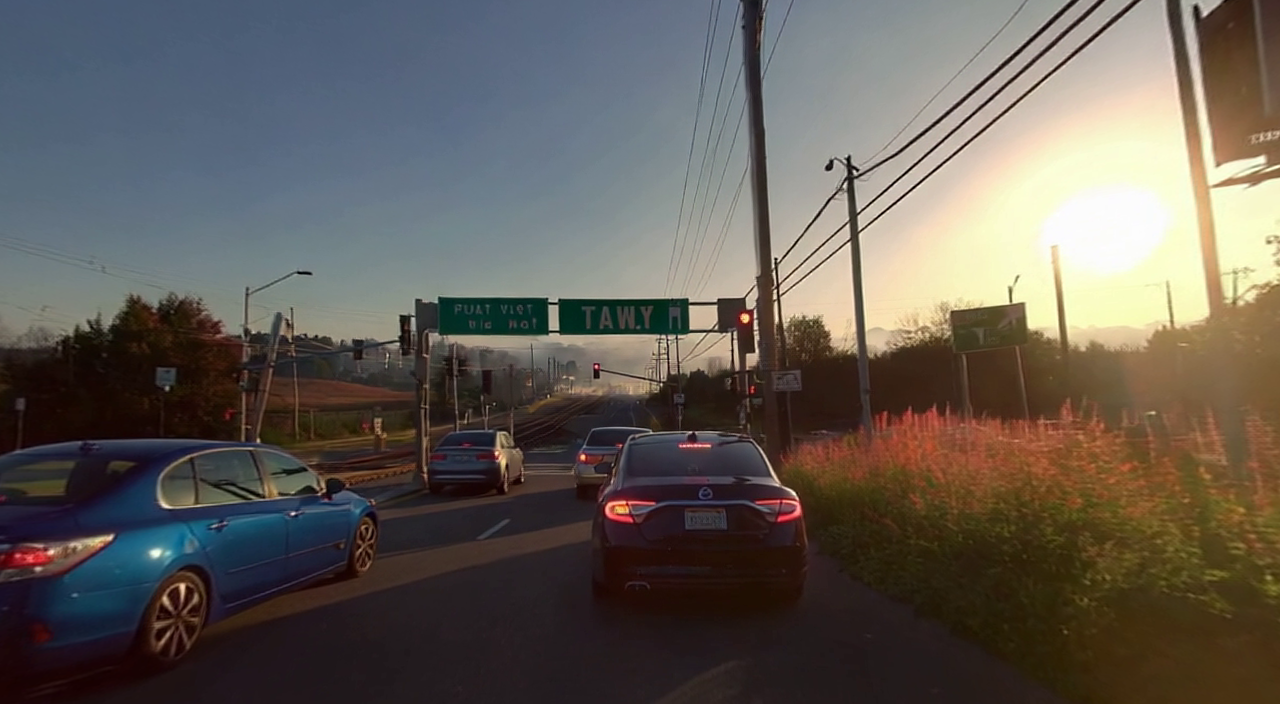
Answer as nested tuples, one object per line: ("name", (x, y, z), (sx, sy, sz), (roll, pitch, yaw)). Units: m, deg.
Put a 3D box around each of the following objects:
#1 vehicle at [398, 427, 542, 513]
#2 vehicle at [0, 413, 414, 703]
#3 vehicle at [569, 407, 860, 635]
("vehicle", (-3.333, 2.406, 13.304), (1.984, 1.505, 4.047), (0, -9, -2))
("vehicle", (-3.704, 1.372, 5.324), (1.956, 1.468, 4.585), (0, -9, -1))
("vehicle", (0.415, 1.451, 6.373), (1.998, 1.529, 3.960), (0, -9, -3))
